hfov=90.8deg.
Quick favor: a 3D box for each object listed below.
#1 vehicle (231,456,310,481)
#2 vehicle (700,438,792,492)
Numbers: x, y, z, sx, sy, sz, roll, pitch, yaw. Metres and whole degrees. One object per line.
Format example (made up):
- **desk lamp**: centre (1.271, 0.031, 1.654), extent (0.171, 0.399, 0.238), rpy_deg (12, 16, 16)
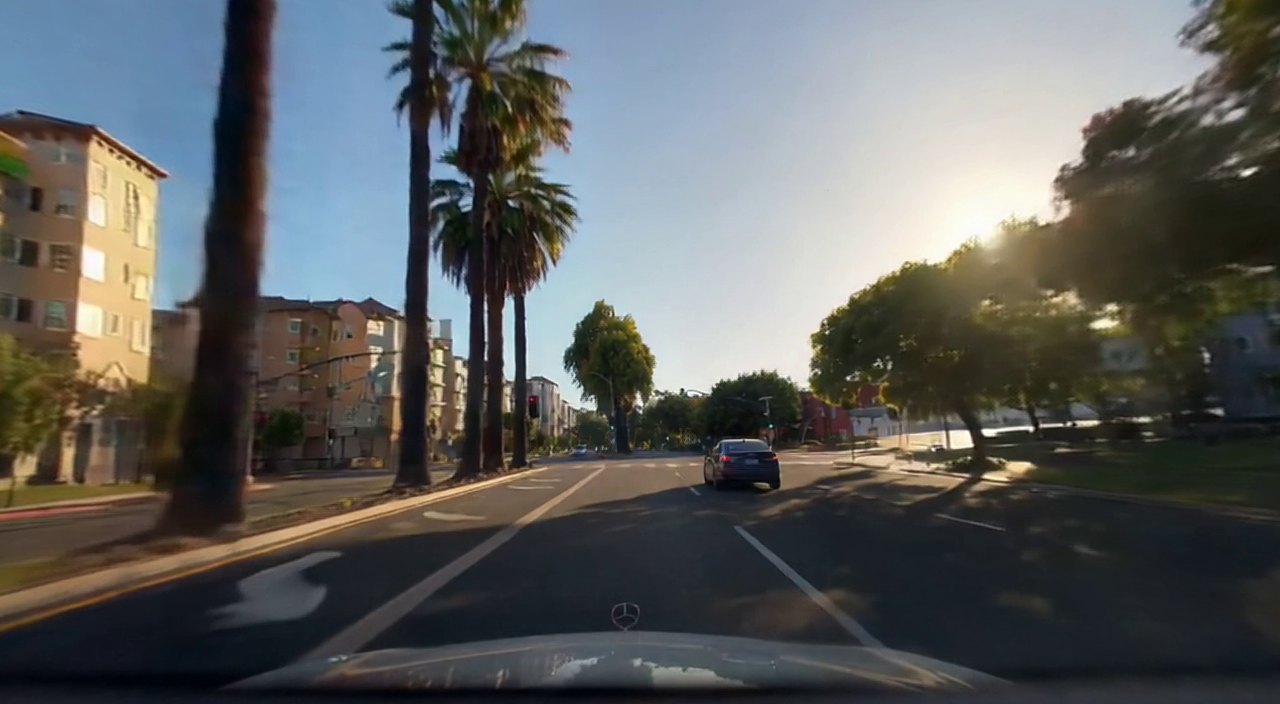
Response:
- **vehicle**: centre (-26.748, 8.431, 45.790), extent (4.558, 1.718, 2.151), rpy_deg (-2, -8, 9)
- **vehicle**: centre (3.099, 3.403, 19.428), extent (1.964, 1.448, 4.295), rpy_deg (0, -8, -1)
